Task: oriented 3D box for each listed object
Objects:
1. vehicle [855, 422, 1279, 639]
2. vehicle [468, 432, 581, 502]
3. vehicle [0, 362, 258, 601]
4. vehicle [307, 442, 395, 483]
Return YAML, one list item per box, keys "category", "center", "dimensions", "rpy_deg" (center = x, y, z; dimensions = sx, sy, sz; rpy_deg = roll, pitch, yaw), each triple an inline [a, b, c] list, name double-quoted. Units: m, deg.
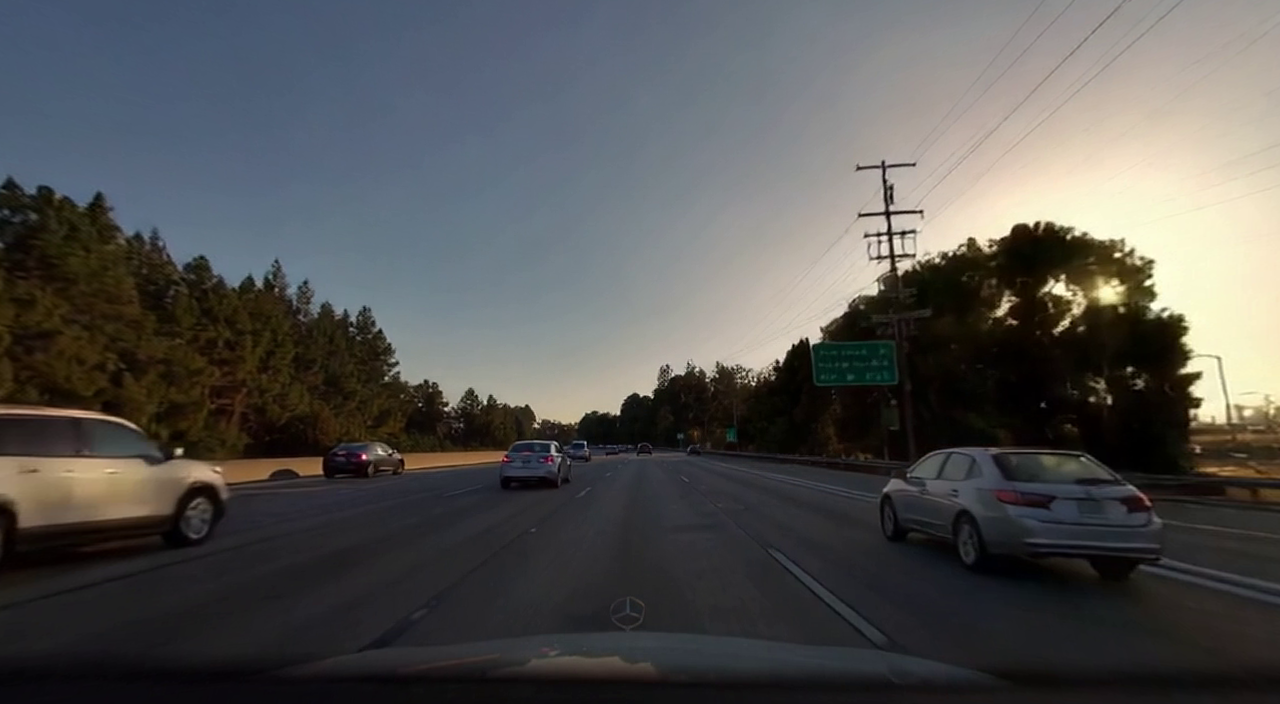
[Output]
- category: "vehicle"
  center: [4.138, 1.577, 6.746]
  dimensions: [2.022, 1.472, 4.678]
  rpy_deg: [0, -8, 0]
- category: "vehicle"
  center: [-3.010, 3.116, 17.544]
  dimensions: [2.133, 1.668, 4.505]
  rpy_deg: [0, -8, 2]
- category: "vehicle"
  center: [-6.884, 1.232, 6.179]
  dimensions: [2.658, 2.048, 5.689]
  rpy_deg: [0, -8, 1]
- category: "vehicle"
  center: [-10.924, 4.183, 24.126]
  dimensions: [1.594, 1.442, 3.569]
  rpy_deg: [0, -8, 2]
